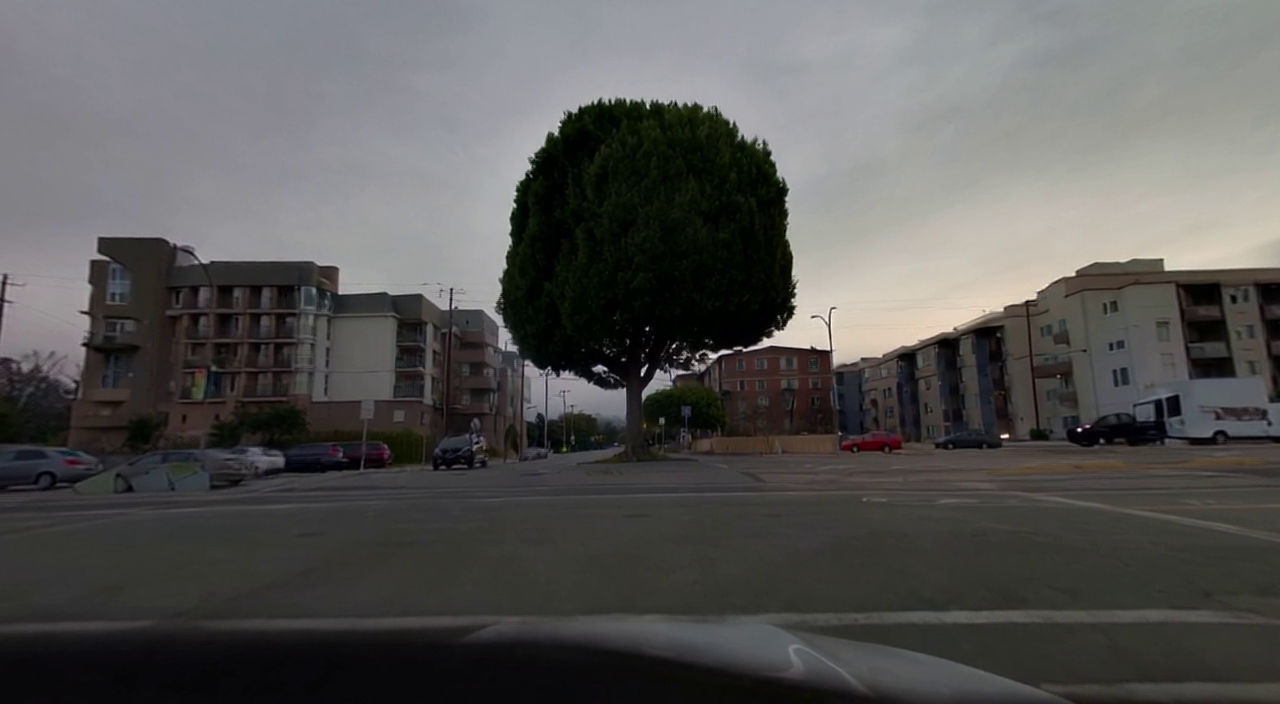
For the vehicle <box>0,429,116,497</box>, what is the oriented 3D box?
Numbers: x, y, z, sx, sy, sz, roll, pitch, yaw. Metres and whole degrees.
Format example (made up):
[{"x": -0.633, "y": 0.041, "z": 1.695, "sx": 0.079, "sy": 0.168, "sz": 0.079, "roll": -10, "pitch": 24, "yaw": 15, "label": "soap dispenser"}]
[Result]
[{"x": -21.526, "y": 3.936, "z": 22.590, "sx": 3.506, "sy": 2.261, "sz": 2.158, "roll": -1, "pitch": -8, "yaw": 5, "label": "vehicle"}]

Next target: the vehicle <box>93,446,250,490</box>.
[{"x": -16.381, "y": 4.043, "z": 22.160, "sx": 4.233, "sy": 1.432, "sz": 1.755, "roll": -1, "pitch": -9, "yaw": 6, "label": "vehicle"}]

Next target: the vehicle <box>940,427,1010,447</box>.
[{"x": 25.884, "y": 6.609, "z": 48.719, "sx": 4.323, "sy": 1.507, "sz": 1.896, "roll": 0, "pitch": -8, "yaw": -4, "label": "vehicle"}]

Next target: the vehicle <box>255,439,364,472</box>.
[{"x": -17.421, "y": 5.441, "z": 33.431, "sx": 2.010, "sy": 1.583, "sz": 4.582, "roll": -6, "pitch": -10, "yaw": 34, "label": "vehicle"}]

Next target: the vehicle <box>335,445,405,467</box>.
[{"x": -19.791, "y": 7.651, "z": 46.363, "sx": 4.277, "sy": 1.527, "sz": 1.987, "roll": 0, "pitch": -8, "yaw": -3, "label": "vehicle"}]

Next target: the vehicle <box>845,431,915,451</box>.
[{"x": 18.360, "y": 6.783, "z": 48.331, "sx": 4.528, "sy": 1.458, "sz": 1.939, "roll": 1, "pitch": -7, "yaw": -4, "label": "vehicle"}]

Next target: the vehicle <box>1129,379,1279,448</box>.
[{"x": 33.443, "y": 3.405, "z": 34.793, "sx": 10.986, "sy": 3.604, "sz": 2.707, "roll": 0, "pitch": -9, "yaw": -5, "label": "vehicle"}]

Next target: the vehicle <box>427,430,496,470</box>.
[{"x": -8.353, "y": 4.713, "z": 29.992, "sx": 2.156, "sy": 1.620, "sz": 4.945, "roll": 3, "pitch": -10, "yaw": -4, "label": "vehicle"}]

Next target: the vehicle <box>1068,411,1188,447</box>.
[{"x": 29.242, "y": 4.630, "z": 37.906, "sx": 5.277, "sy": 2.032, "sz": 2.408, "roll": 1, "pitch": -7, "yaw": -3, "label": "vehicle"}]
